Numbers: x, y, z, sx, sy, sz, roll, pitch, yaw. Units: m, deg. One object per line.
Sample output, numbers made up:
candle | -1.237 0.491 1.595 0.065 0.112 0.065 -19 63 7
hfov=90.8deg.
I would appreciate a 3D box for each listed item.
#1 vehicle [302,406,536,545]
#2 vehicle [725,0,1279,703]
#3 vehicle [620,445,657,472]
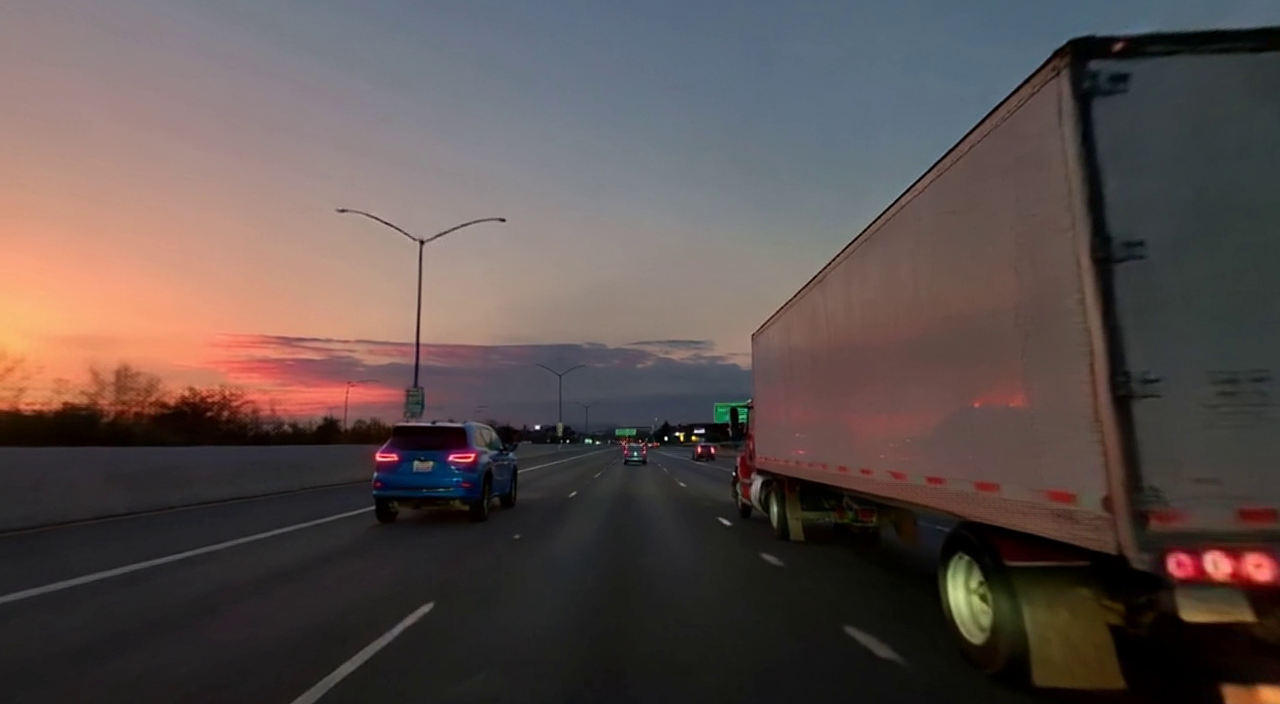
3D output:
vehicle | -3.299 1.971 10.710 2.229 1.806 4.698 0 -8 0
vehicle | 3.327 0.800 7.444 2.934 3.325 10.986 0 -9 -1
vehicle | -0.082 5.865 35.100 1.929 1.395 3.999 0 -8 0
